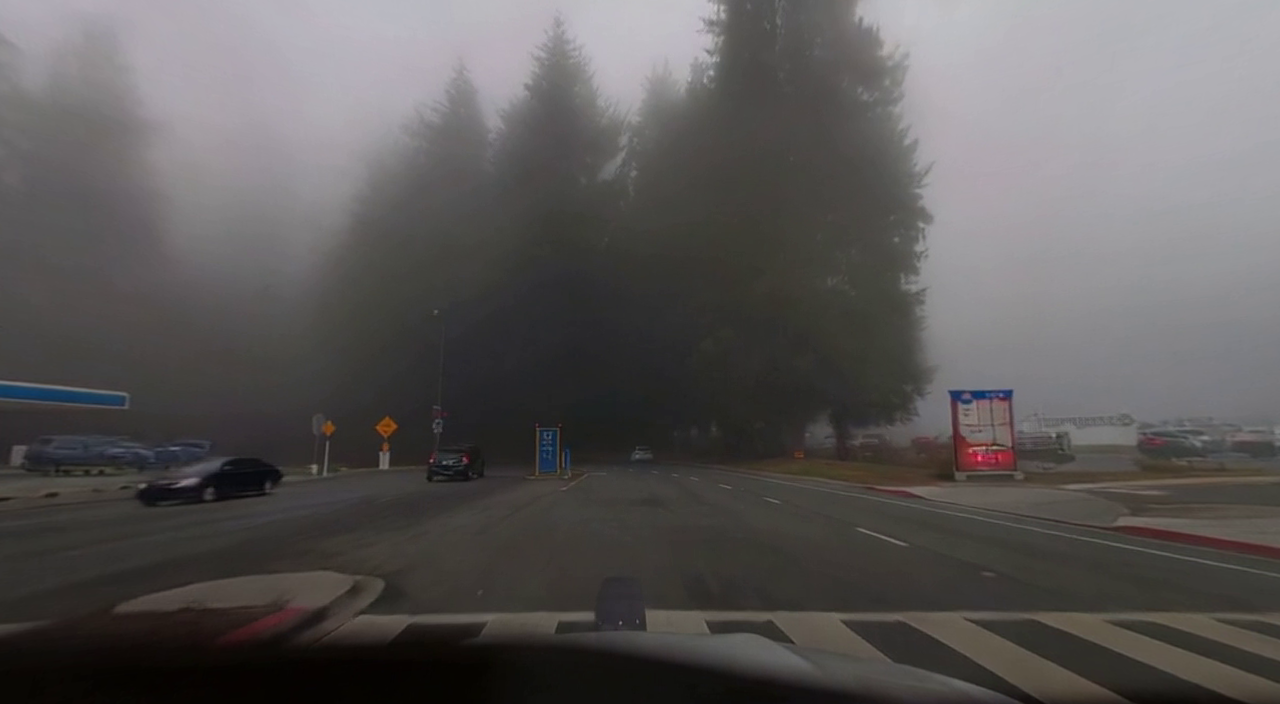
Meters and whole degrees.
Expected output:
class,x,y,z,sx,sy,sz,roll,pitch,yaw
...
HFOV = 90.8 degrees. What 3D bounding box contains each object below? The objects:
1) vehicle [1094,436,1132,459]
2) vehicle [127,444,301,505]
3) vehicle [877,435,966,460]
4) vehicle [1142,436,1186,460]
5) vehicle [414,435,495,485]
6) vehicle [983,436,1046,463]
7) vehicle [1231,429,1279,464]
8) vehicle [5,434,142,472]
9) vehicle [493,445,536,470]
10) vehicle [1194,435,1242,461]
class,x,y,z,sx,sy,sz,roll,pitch,yaw
vehicle,32.458,6.544,43.322,1.894,1.434,4.308,-7,-11,37
vehicle,-11.497,3.297,17.520,1.909,1.469,4.370,0,-9,-3
vehicle,18.879,6.401,42.485,4.868,1.610,2.223,0,-9,-3
vehicle,34.489,6.301,41.526,1.969,1.482,4.815,-7,-11,40
vehicle,-7.089,4.150,24.662,1.987,1.747,4.545,0,-9,-3
vehicle,21.381,5.541,36.021,1.916,1.434,4.557,-9,-12,44
vehicle,28.578,4.338,28.993,1.815,1.480,4.406,-8,-11,41
vehicle,-28.719,5.114,32.266,4.938,1.778,1.954,7,-11,-40
vehicle,-8.072,6.821,41.020,1.982,1.465,4.376,0,-9,-1
vehicle,36.535,6.053,39.996,1.705,1.440,3.741,-8,-9,36
